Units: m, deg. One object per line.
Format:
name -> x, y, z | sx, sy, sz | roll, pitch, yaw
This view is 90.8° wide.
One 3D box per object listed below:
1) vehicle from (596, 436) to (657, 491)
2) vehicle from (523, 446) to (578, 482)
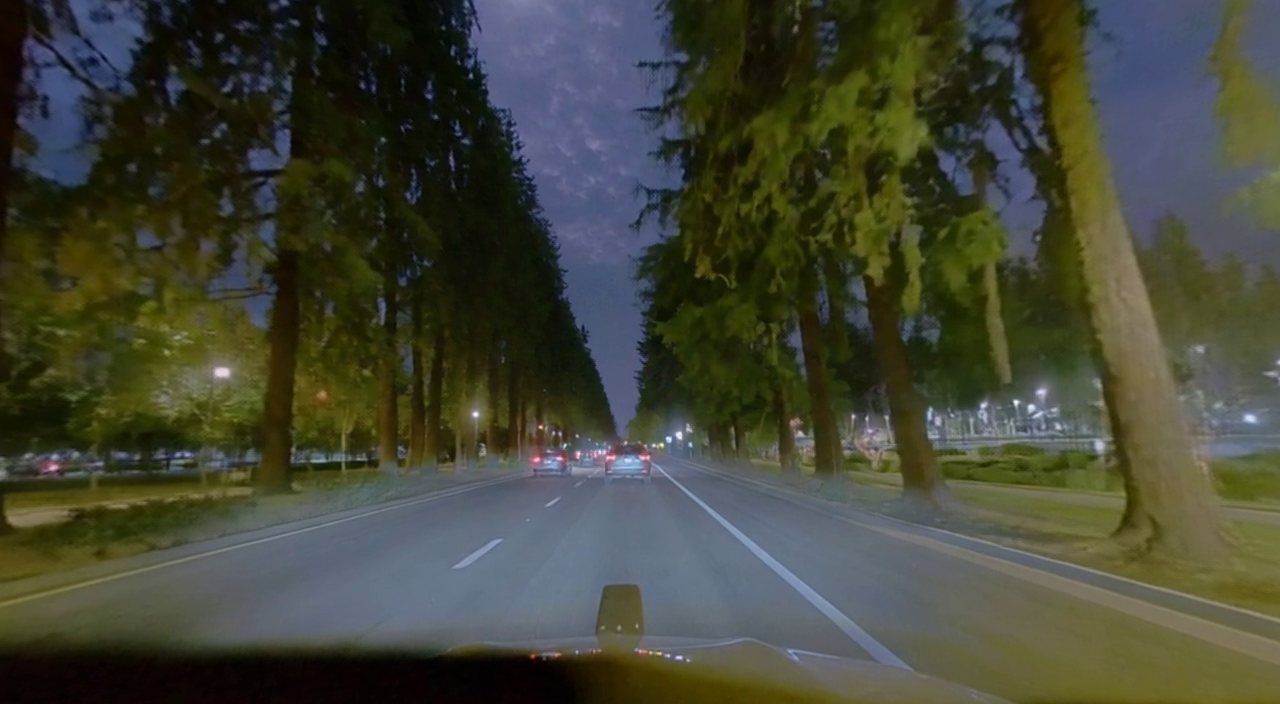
vehicle -> -0.459, 3.927, 22.625 | 2.018, 1.769, 3.897 | 0, -8, 0
vehicle -> -4.155, 5.248, 29.859 | 1.936, 1.538, 4.016 | 0, -8, 1
